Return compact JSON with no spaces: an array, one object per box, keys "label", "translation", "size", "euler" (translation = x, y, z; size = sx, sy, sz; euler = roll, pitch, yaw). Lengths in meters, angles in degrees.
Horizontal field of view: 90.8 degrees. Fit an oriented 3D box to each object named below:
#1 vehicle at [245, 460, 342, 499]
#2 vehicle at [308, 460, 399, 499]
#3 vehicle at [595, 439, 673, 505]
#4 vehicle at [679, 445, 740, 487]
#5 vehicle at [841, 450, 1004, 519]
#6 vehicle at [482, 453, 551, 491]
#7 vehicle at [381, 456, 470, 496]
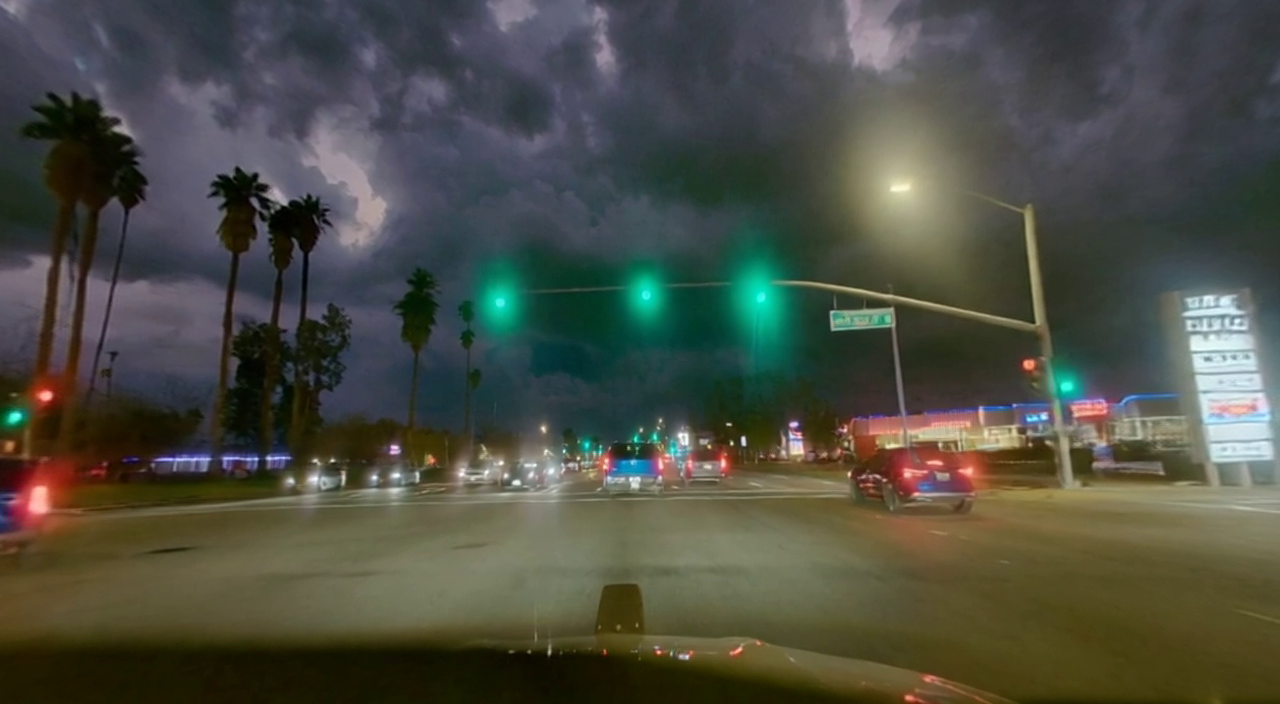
[{"label":"vehicle","translation":[-15.335,5.638,28.230],"size":[2.048,1.494,4.069],"euler":[0,-9,-1]},{"label":"vehicle","translation":[-11.878,5.293,26.522],"size":[1.850,1.414,4.184],"euler":[0,-9,0]},{"label":"vehicle","translation":[-0.217,3.609,19.483],"size":[2.151,1.787,4.109],"euler":[0,-9,-1]},{"label":"vehicle","translation":[3.017,5.047,28.227],"size":[2.112,1.710,4.234],"euler":[0,-9,-2]},{"label":"vehicle","translation":[6.758,3.177,15.730],"size":[1.944,1.447,4.309],"euler":[0,-9,-2]},{"label":"vehicle","translation":[-5.178,5.067,27.022],"size":[2.030,1.441,4.324],"euler":[0,-9,1]},{"label":"vehicle","translation":[-8.571,4.981,25.674],"size":[2.061,1.415,4.289],"euler":[0,-9,1]}]
